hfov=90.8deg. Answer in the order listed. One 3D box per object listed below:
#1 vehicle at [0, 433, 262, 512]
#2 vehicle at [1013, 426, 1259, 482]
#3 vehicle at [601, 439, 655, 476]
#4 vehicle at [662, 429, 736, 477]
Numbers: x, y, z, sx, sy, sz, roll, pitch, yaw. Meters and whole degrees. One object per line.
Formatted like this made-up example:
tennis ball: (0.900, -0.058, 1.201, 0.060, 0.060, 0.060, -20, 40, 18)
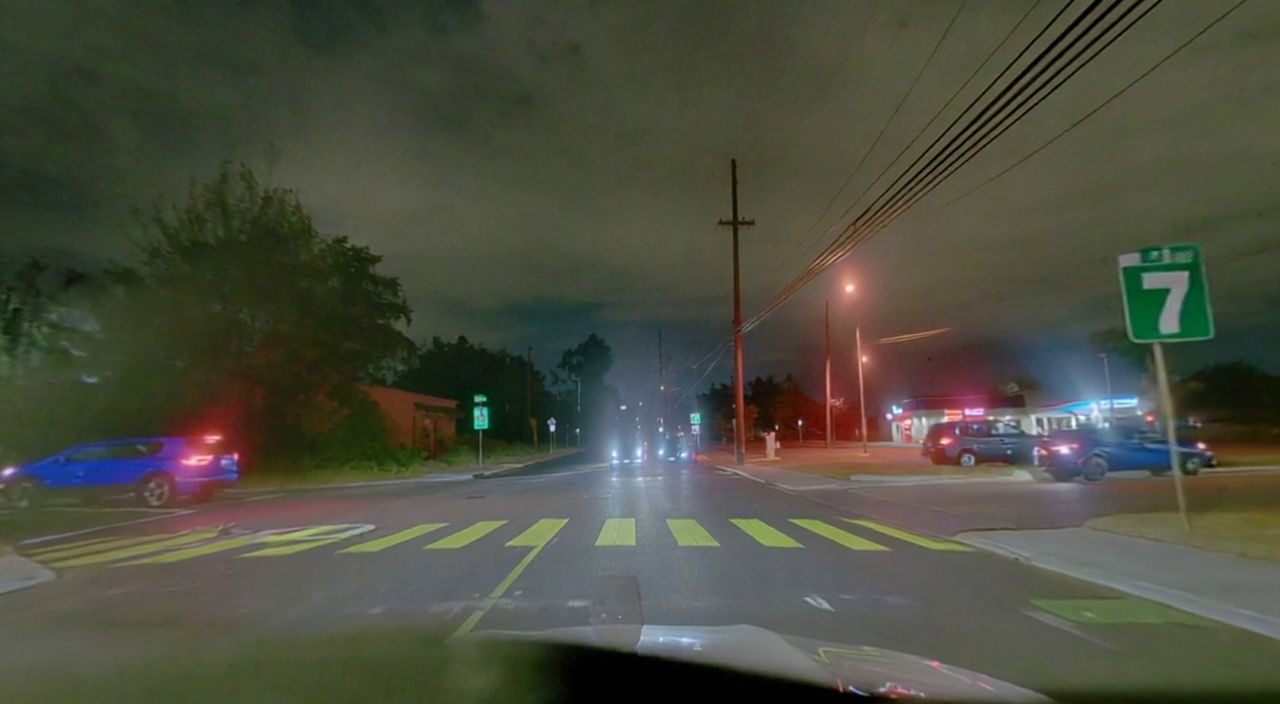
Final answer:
vehicle: (-13.792, 3.142, 16.814, 5.866, 1.904, 2.197, 1, -9, -6)
vehicle: (13.123, 2.736, 17.002, 4.872, 1.400, 1.955, 0, -8, 3)
vehicle: (-0.578, 4.415, 26.696, 1.874, 1.427, 3.976, 1, -9, -6)
vehicle: (2.439, 4.412, 27.740, 2.553, 1.868, 5.536, 0, -8, -2)
